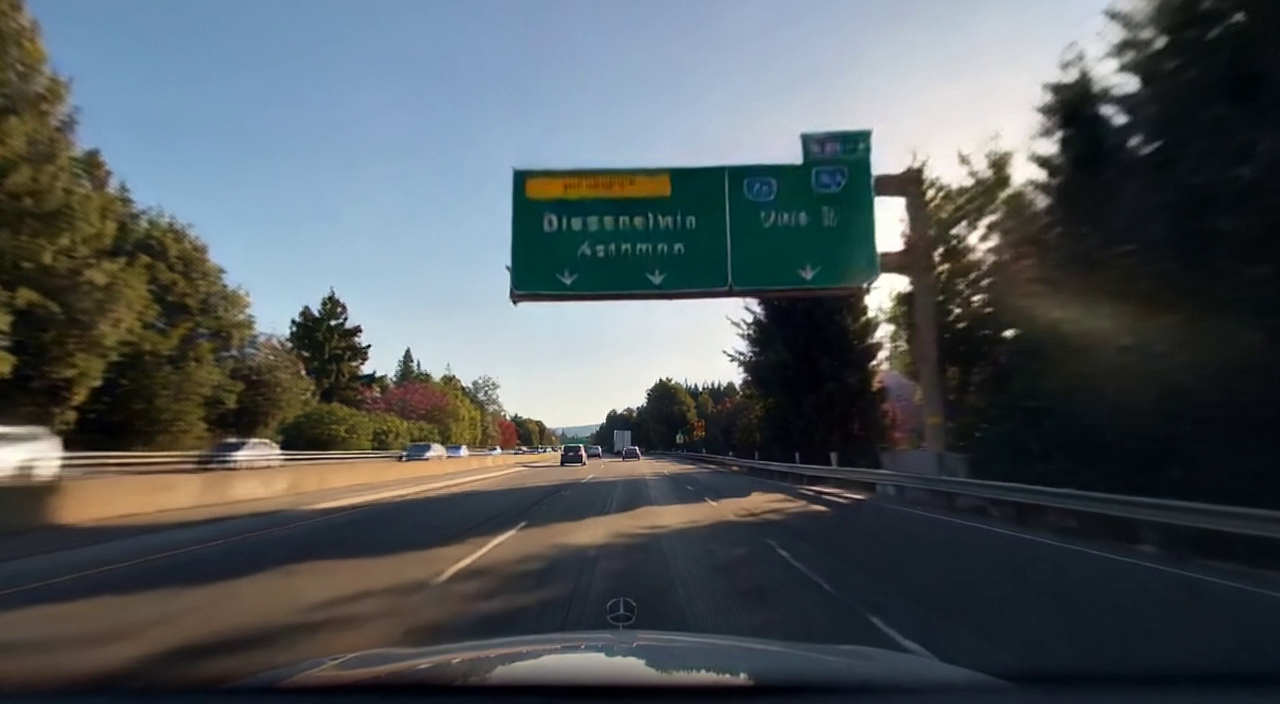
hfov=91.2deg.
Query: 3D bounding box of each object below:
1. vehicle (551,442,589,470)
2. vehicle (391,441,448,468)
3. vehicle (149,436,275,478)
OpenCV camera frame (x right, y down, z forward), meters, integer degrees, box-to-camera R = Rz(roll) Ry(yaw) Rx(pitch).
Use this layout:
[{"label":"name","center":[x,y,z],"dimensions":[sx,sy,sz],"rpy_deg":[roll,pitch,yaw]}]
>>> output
[{"label":"vehicle","center":[-4.497,6.754,40.876],"dimensions":[2.098,1.692,4.038],"rpy_deg":[0,-9,-1]},{"label":"vehicle","center":[-12.946,6.024,37.024],"dimensions":[1.831,1.460,4.414],"rpy_deg":[0,-9,-1]},{"label":"vehicle","center":[-17.050,4.225,25.328],"dimensions":[1.843,1.510,4.698],"rpy_deg":[0,-9,-1]}]
